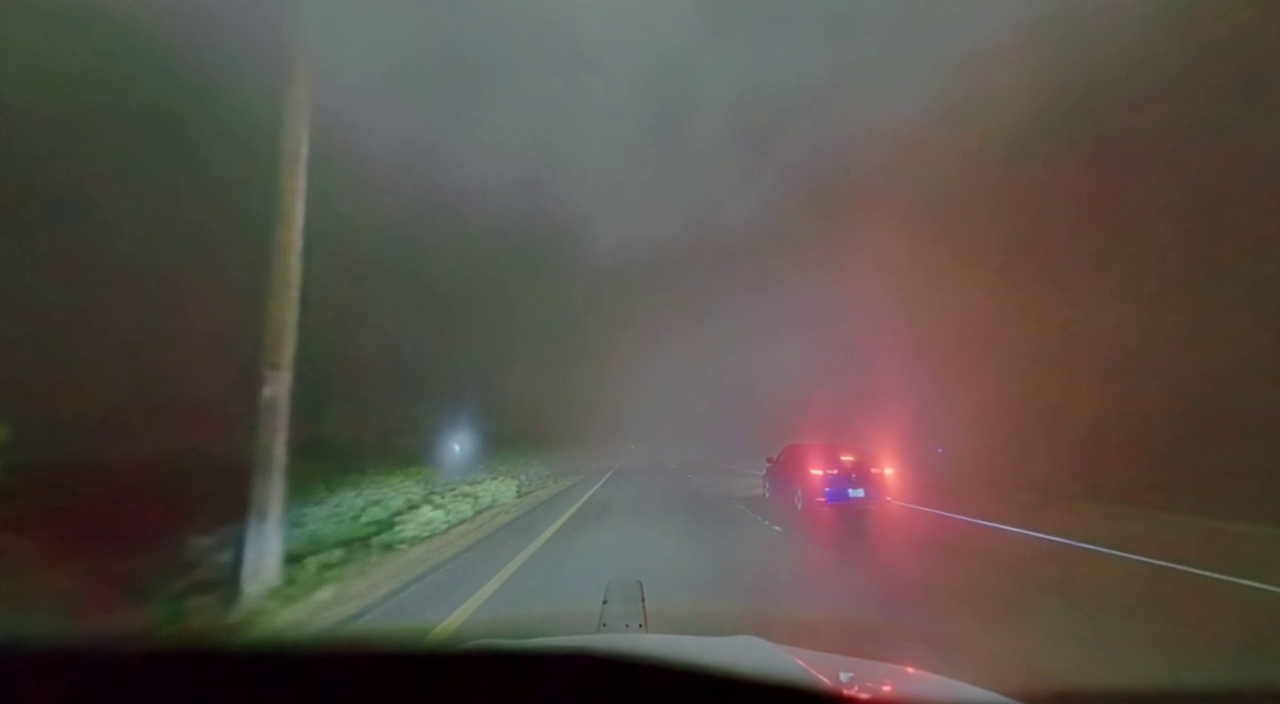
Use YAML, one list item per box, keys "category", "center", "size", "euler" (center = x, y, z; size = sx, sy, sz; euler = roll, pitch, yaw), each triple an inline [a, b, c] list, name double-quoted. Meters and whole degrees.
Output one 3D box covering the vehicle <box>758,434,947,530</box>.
- category: "vehicle"
  center: [3.731, 2.361, 12.085]
  size: [2.003, 1.466, 4.441]
  euler: [0, -9, -1]
